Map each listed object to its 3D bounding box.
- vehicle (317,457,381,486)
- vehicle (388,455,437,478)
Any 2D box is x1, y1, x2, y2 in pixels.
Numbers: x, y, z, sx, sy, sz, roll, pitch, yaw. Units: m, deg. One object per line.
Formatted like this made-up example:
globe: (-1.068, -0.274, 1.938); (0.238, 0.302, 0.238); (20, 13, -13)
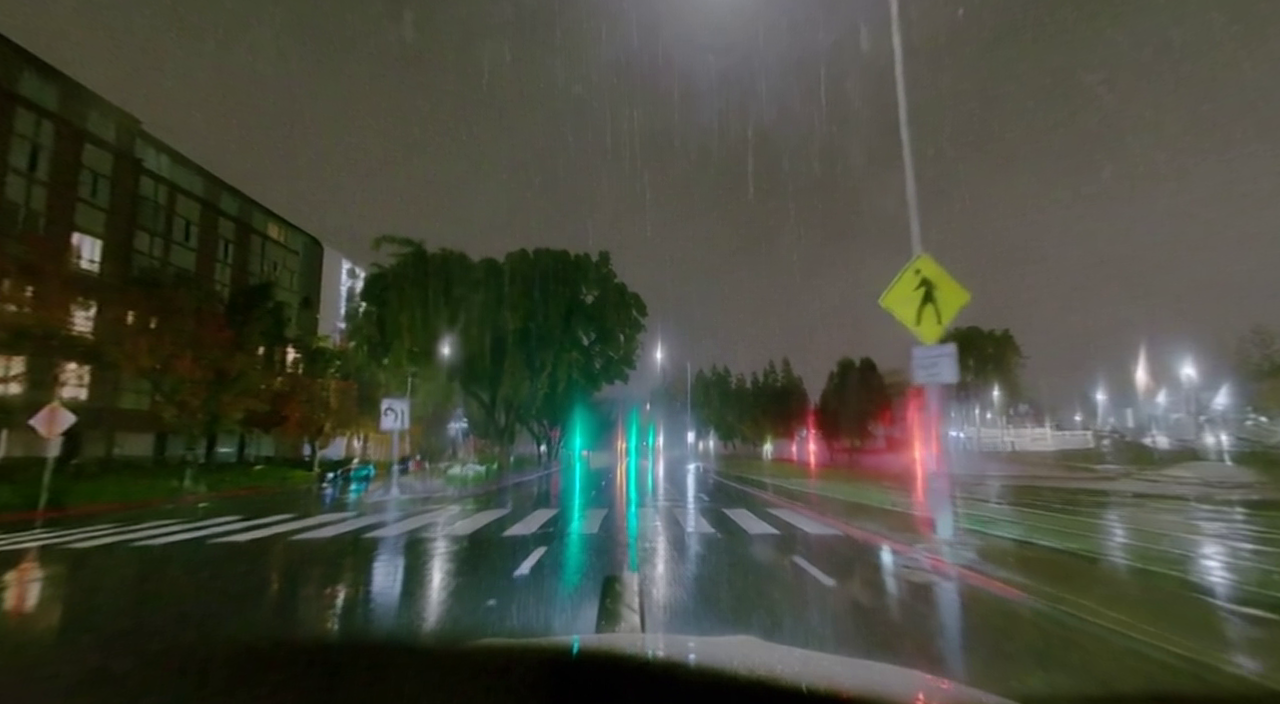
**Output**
vehicle: (-16.768, 6.889, 36.554); (1.810, 1.478, 4.233); (-3, -10, -2)
vehicle: (-16.887, 8.485, 46.919); (1.912, 1.523, 4.433); (-3, -10, 1)
